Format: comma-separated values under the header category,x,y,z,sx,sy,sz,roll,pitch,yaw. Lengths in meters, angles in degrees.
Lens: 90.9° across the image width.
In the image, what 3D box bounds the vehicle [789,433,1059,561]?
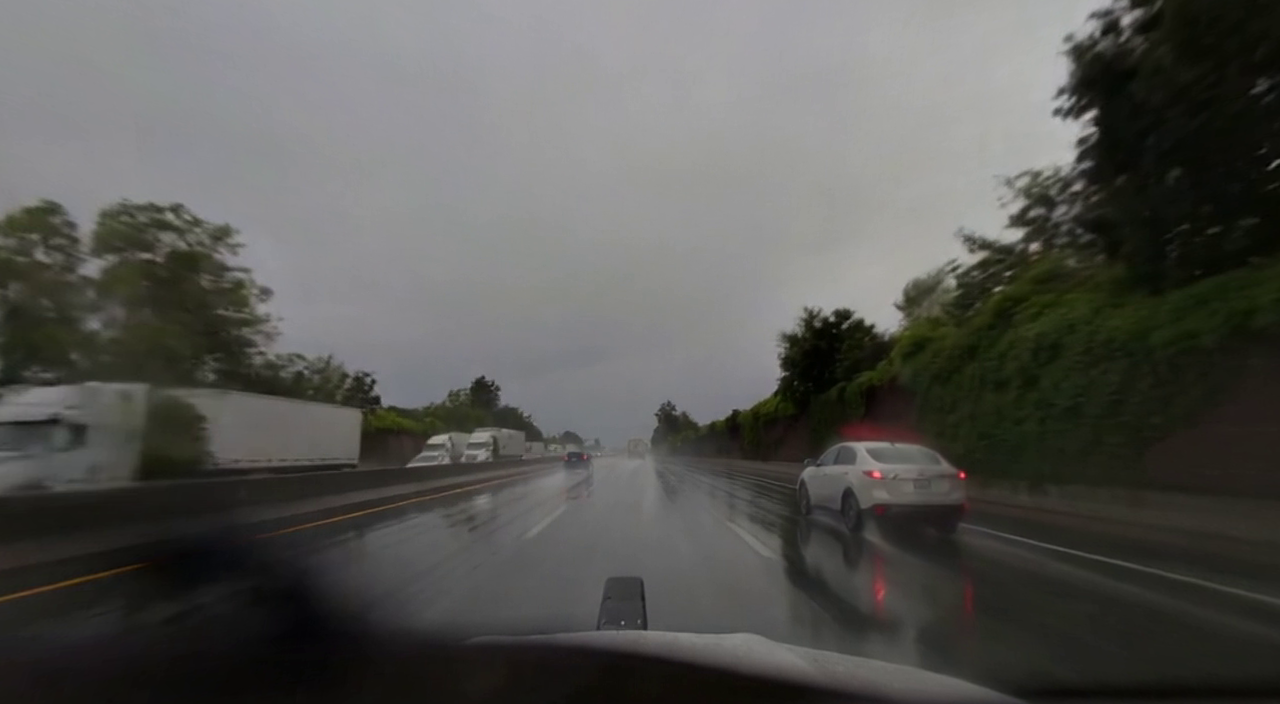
category,x,y,z,sx,sy,sz,roll,pitch,yaw
vehicle,3.904,2.073,9.734,2.053,1.504,4.386,0,-9,-1

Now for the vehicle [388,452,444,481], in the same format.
category,x,y,z,sx,sy,sz,roll,pitch,yaw
vehicle,-12.707,6.498,35.975,1.783,1.511,3.874,1,-9,-1

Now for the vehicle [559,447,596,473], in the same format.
category,x,y,z,sx,sy,sz,roll,pitch,yaw
vehicle,-3.915,6.836,40.125,1.978,1.539,3.924,0,-9,0

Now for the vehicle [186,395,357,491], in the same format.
category,x,y,z,sx,sy,sz,roll,pitch,yaw
vehicle,-15.756,4.058,27.871,2.737,3.637,7.760,0,-9,0

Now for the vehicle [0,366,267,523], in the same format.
category,x,y,z,sx,sy,sz,roll,pitch,yaw
vehicle,-15.733,2.808,19.099,3.010,3.579,9.290,0,-9,0
